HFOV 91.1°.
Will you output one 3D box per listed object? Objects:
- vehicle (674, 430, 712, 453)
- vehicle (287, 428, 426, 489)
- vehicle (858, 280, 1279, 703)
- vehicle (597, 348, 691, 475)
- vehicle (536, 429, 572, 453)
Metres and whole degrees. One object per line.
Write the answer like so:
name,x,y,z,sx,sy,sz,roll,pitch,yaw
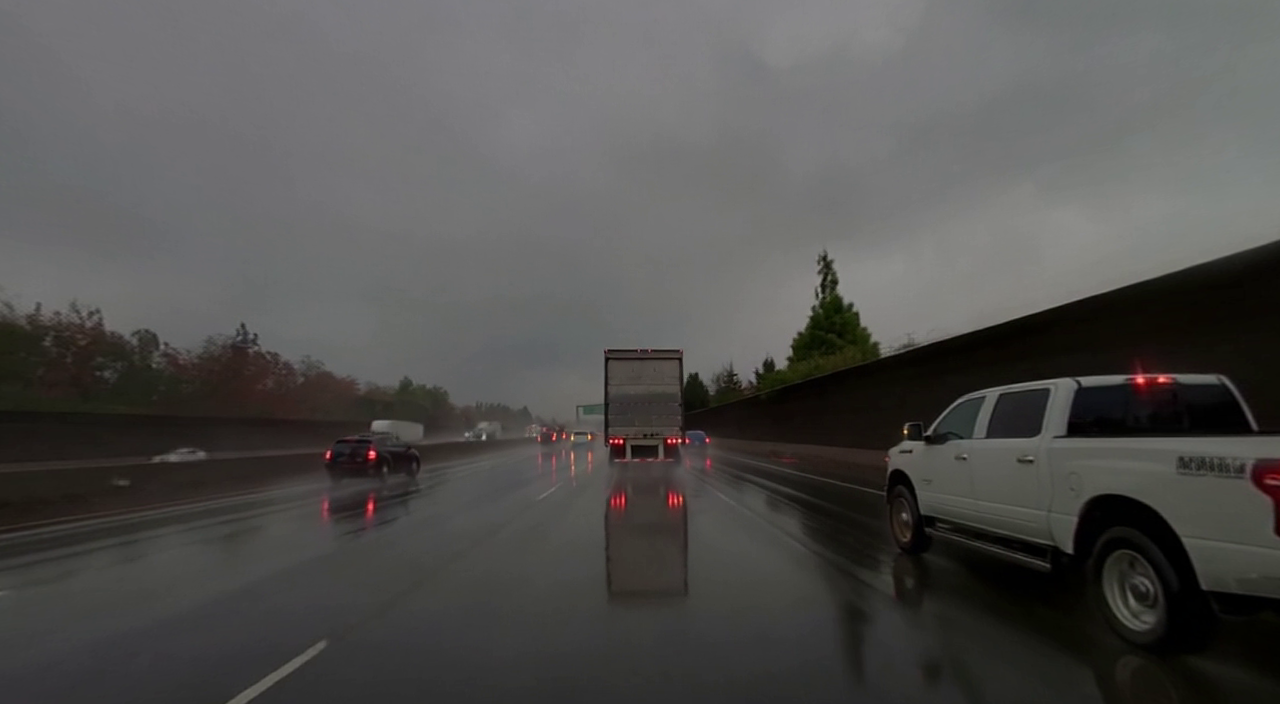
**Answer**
vehicle,3.641,6.194,43.798,2.044,1.508,4.716,0,-8,-2
vehicle,-7.740,2.913,17.645,2.059,1.500,4.001,0,-8,-1
vehicle,3.562,0.904,4.523,2.118,1.832,4.901,0,-8,-1
vehicle,-0.158,2.512,24.736,2.904,3.915,10.473,0,-8,-3
vehicle,-6.072,6.315,44.730,2.134,1.650,4.133,0,-8,-2
